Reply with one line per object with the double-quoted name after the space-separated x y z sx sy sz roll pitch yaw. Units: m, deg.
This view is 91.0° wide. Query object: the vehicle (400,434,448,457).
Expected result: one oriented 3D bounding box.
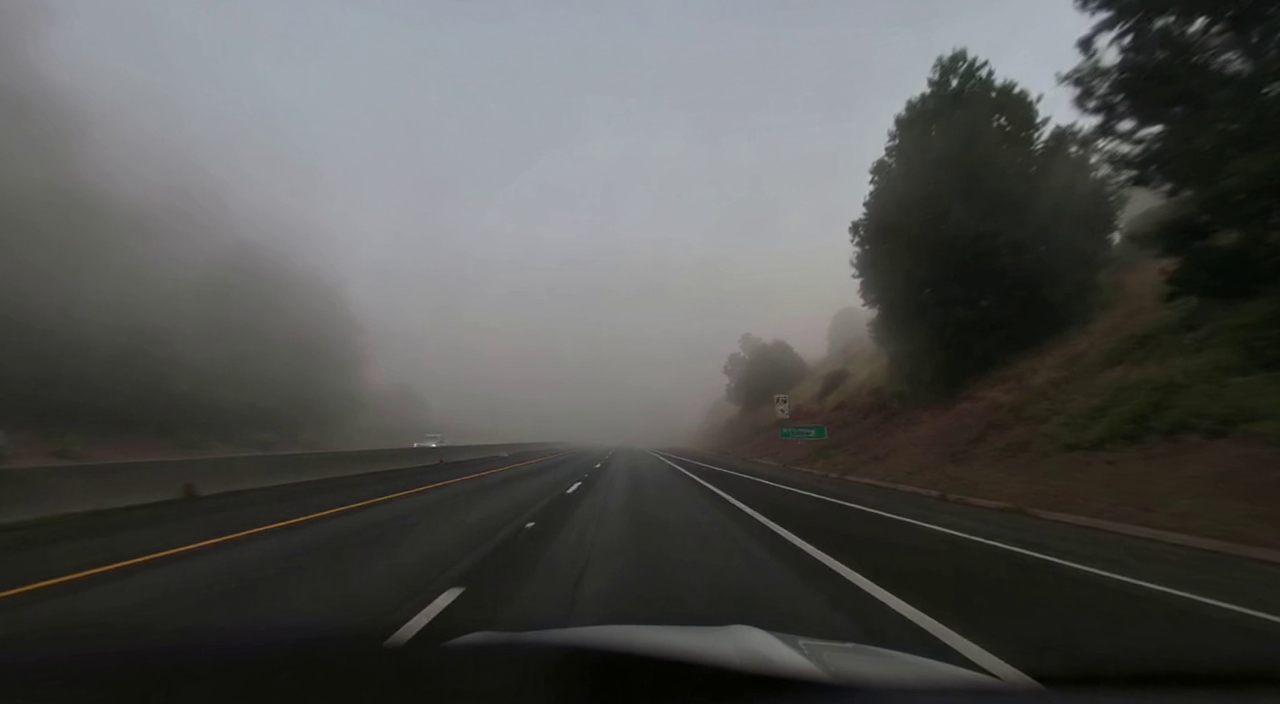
-15.214 6.604 44.464 2.111 1.488 3.866 0 -8 -2 "vehicle"
